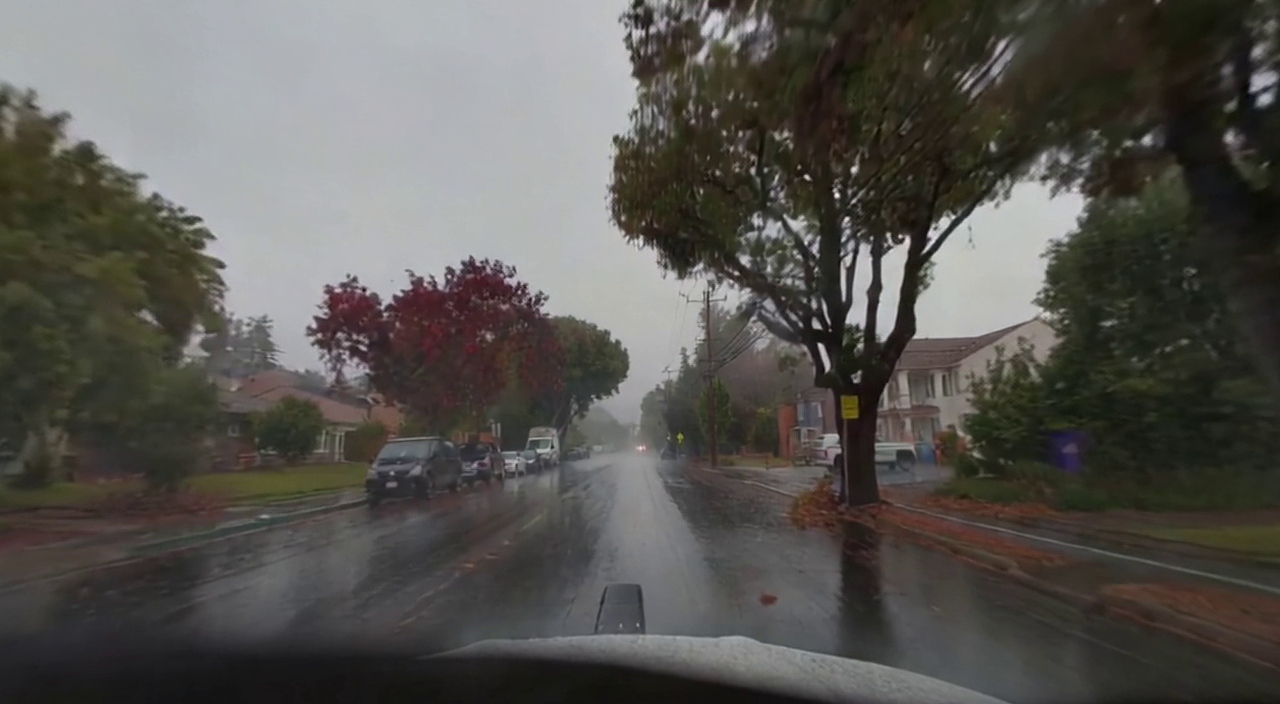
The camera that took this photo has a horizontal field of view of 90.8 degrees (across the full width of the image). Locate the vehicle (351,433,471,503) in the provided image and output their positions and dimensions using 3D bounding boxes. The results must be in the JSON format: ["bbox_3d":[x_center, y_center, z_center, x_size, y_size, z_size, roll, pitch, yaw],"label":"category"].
[{"bbox_3d":[-6.727,3.459,19.173,1.922,1.801,4.516,-1,-9,1],"label":"vehicle"}]

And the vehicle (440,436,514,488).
[{"bbox_3d":[-6.525,4.476,25.845,1.941,1.832,4.666,-1,-10,-1],"label":"vehicle"}]

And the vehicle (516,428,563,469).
[{"bbox_3d":[-7.091,6.912,45.087,2.439,2.724,5.647,0,-9,0],"label":"vehicle"}]

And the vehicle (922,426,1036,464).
[{"bbox_3d":[19.054,5.279,35.694,5.215,1.910,2.031,-1,-10,-3],"label":"vehicle"}]

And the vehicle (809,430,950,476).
[{"bbox_3d":[9.779,4.154,26.092,4.979,1.769,1.943,0,-8,-1],"label":"vehicle"}]
